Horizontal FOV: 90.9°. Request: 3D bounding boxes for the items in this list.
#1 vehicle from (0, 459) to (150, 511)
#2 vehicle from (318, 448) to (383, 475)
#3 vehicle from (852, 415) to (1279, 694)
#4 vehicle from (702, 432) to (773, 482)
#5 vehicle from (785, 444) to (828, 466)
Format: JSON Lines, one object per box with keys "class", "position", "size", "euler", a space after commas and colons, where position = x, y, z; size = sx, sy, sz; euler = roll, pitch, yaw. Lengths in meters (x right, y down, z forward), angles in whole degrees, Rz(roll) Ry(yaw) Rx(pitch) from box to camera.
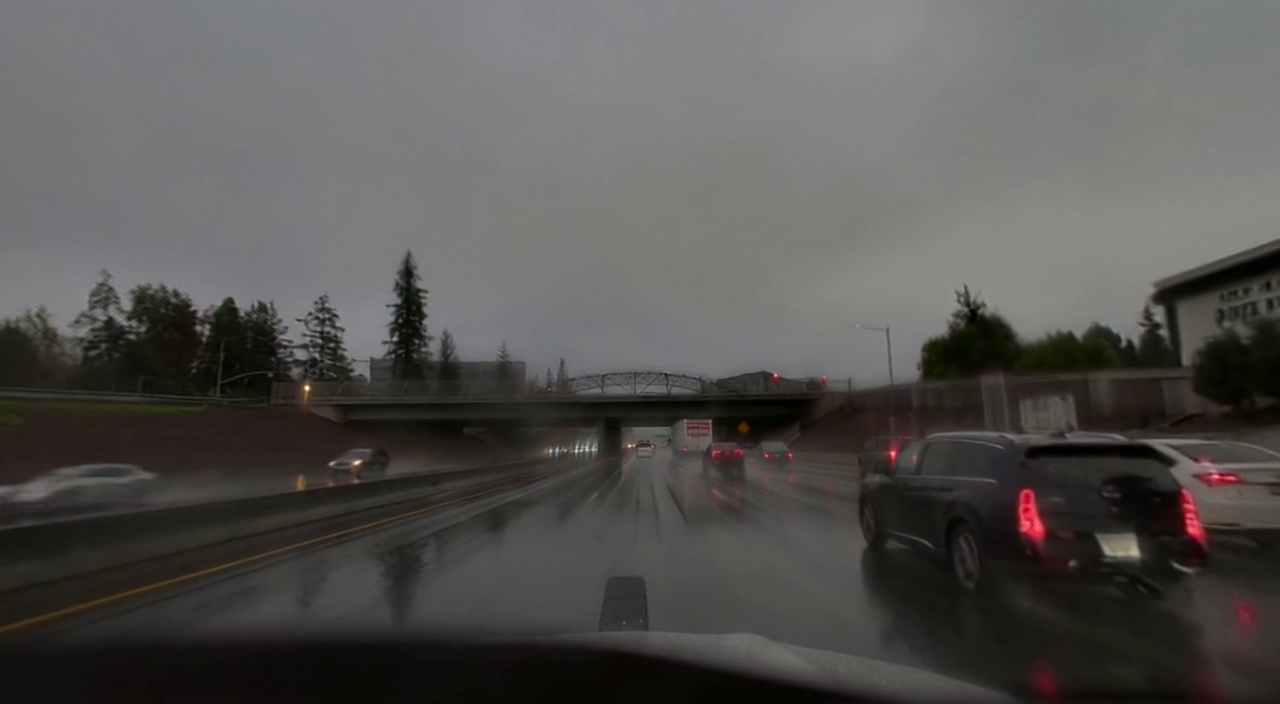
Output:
{"class": "vehicle", "position": [-19.393, 4.439, 21.487], "size": [1.894, 1.499, 4.357], "euler": [0, -8, 0]}
{"class": "vehicle", "position": [-22.525, 8.515, 49.353], "size": [2.242, 1.896, 5.776], "euler": [0, -8, 1]}
{"class": "vehicle", "position": [3.628, 1.415, 5.669], "size": [1.902, 1.481, 4.451], "euler": [0, -8, 0]}
{"class": "vehicle", "position": [3.850, 4.249, 25.817], "size": [2.086, 1.858, 4.737], "euler": [0, -8, -1]}
{"class": "vehicle", "position": [11.717, 7.260, 44.711], "size": [1.926, 1.451, 3.936], "euler": [0, -8, -1]}
